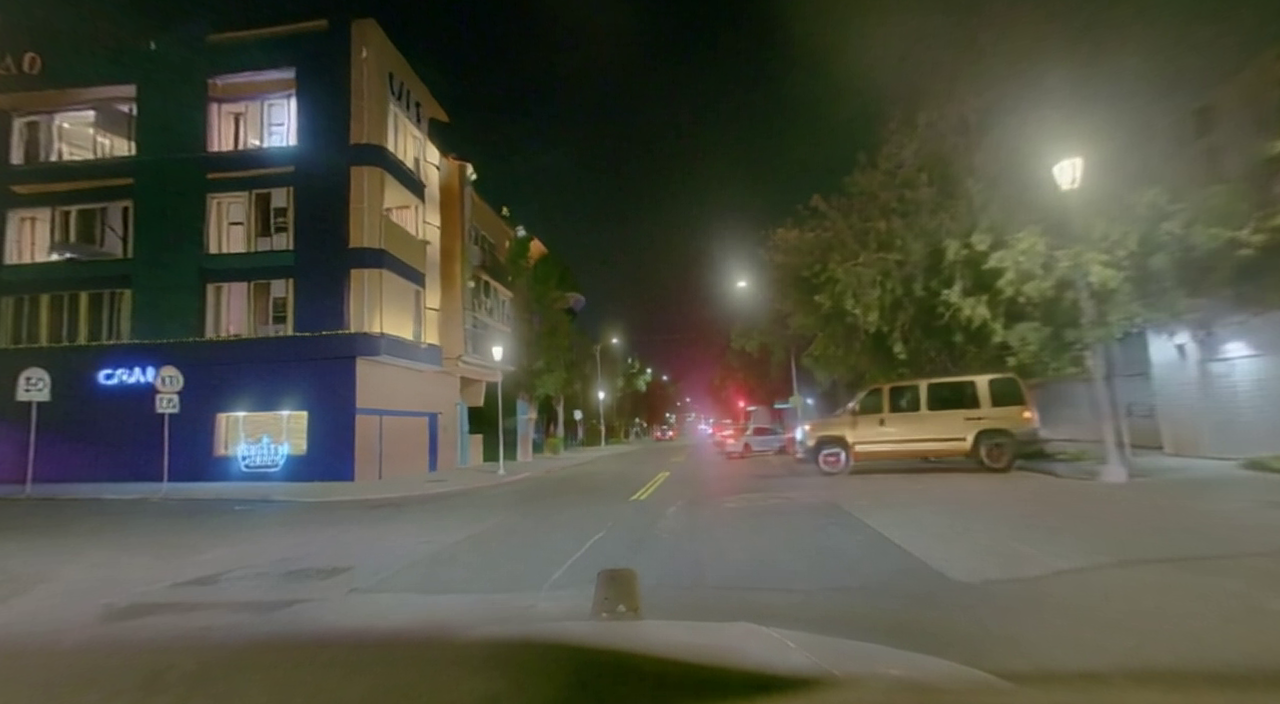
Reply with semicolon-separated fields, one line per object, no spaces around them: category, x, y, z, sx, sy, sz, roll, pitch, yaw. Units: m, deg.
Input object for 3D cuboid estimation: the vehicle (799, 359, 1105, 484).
vehicle;7.320;1.768;15.400;6.221;2.498;2.239;-7;-10;39
